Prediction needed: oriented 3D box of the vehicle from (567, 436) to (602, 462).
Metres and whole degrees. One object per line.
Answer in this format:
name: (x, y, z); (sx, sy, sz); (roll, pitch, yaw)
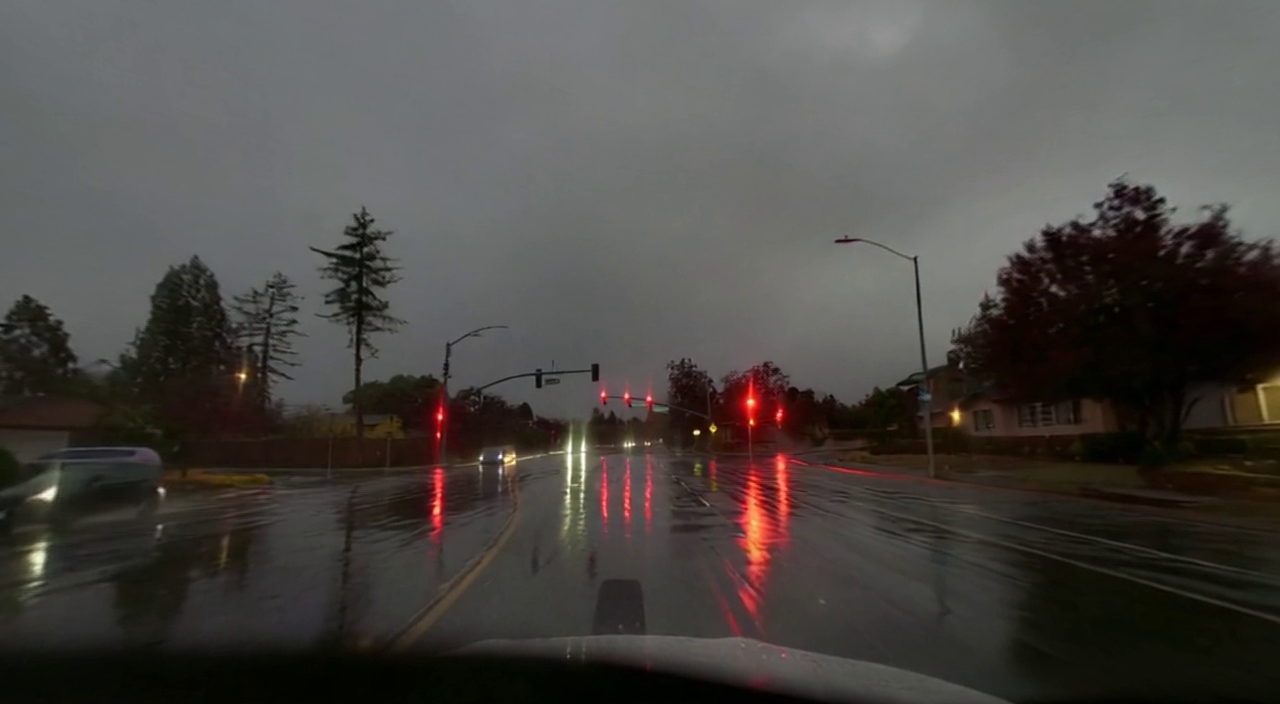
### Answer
vehicle: (-4.039, 7.158, 46.656); (2.066, 1.756, 4.422); (0, -8, 2)

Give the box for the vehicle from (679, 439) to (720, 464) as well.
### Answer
vehicle: (3.762, 6.427, 40.794); (2.133, 1.494, 4.265); (0, -8, -2)

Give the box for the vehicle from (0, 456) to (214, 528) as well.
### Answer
vehicle: (-13.315, 3.397, 15.883); (1.992, 1.453, 4.439); (0, -8, 2)

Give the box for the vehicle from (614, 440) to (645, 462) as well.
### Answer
vehicle: (-0.664, 7.005, 44.812); (2.075, 1.449, 4.006); (0, -8, 1)

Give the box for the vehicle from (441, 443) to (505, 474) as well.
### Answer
vehicle: (-8.695, 5.585, 33.349); (2.030, 1.495, 4.570); (0, -8, 2)
